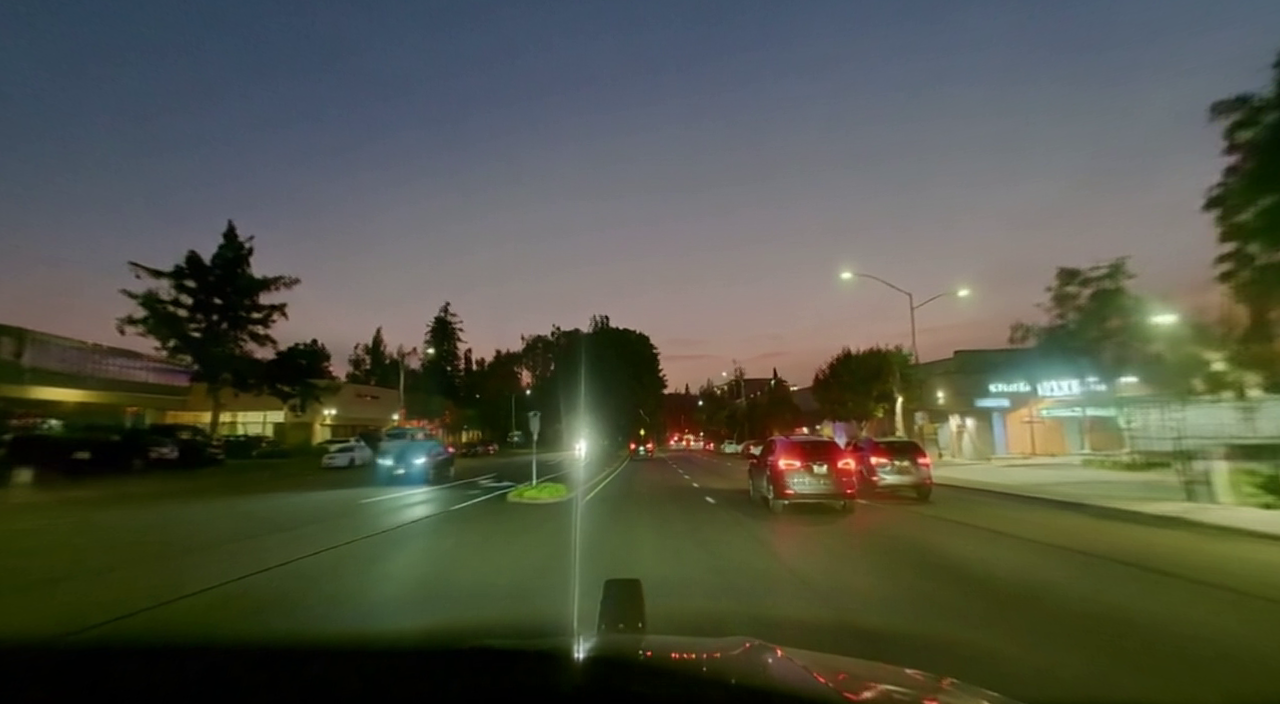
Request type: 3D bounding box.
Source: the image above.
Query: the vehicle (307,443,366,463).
[{"bbox_3d":[-22.973,7.634,47.940,1.824,1.420,4.984,0,-9,2],"label":"vehicle"}]

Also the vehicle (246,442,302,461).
[{"bbox_3d":[-27.029,7.355,46.757,1.795,1.360,3.780,0,-9,2],"label":"vehicle"}]

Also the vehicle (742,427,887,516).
[{"bbox_3d":[3.662,2.582,14.052,2.072,1.669,3.836,0,-9,-1],"label":"vehicle"}]

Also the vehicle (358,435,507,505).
[{"bbox_3d":[-4.741,2.764,15.270,2.084,1.415,4.580,0,-9,0],"label":"vehicle"}]

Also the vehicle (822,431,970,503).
[{"bbox_3d":[6.999,3.198,17.960,2.134,1.738,4.833,0,-9,-1],"label":"vehicle"}]

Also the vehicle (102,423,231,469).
[{"bbox_3d":[-25.008,4.964,33.727,2.200,2.170,6.131,0,-7,0],"label":"vehicle"}]
